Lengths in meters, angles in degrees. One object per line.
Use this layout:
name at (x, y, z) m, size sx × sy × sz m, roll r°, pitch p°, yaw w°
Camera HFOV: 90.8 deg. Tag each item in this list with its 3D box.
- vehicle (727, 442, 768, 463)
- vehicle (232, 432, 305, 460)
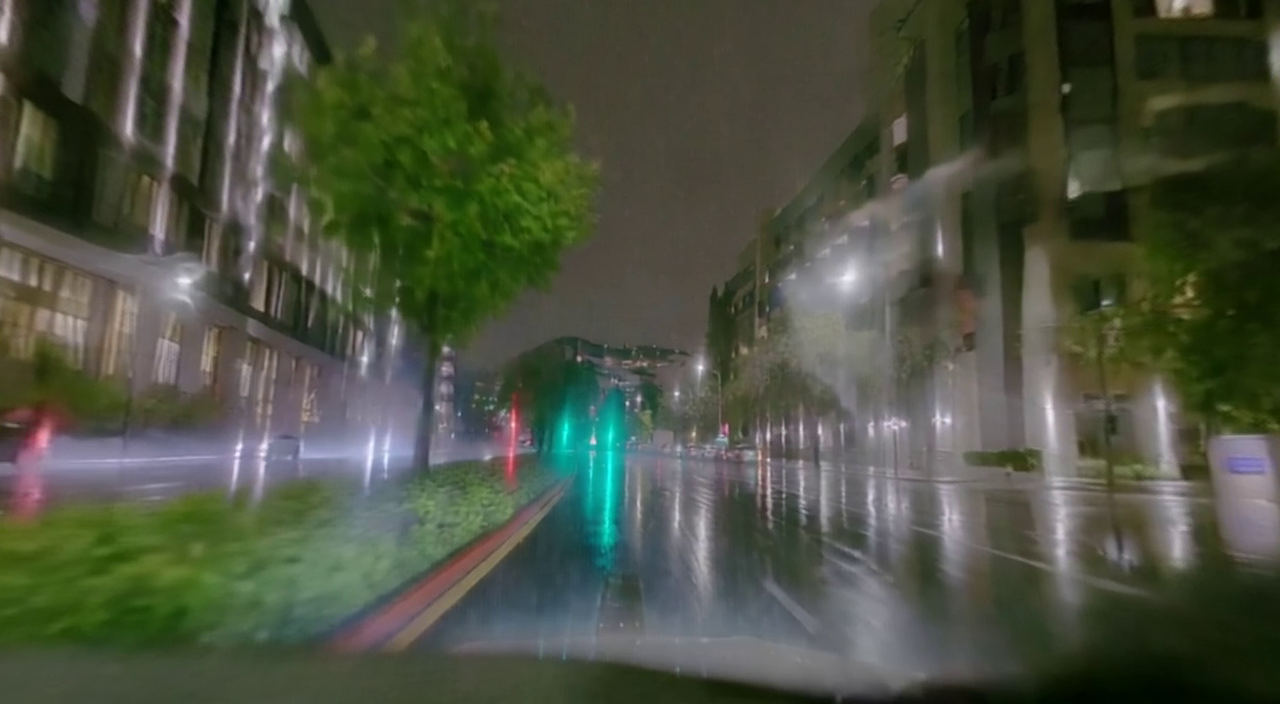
vehicle at (8.129, 7.651, 48.353) m, size 1.907 × 1.524 × 4.381 m, roll 1°, pitch -9°, yaw -7°
vehicle at (-20.009, 5.094, 34.232) m, size 1.822 × 1.453 × 4.053 m, roll 1°, pitch -9°, yaw -6°
